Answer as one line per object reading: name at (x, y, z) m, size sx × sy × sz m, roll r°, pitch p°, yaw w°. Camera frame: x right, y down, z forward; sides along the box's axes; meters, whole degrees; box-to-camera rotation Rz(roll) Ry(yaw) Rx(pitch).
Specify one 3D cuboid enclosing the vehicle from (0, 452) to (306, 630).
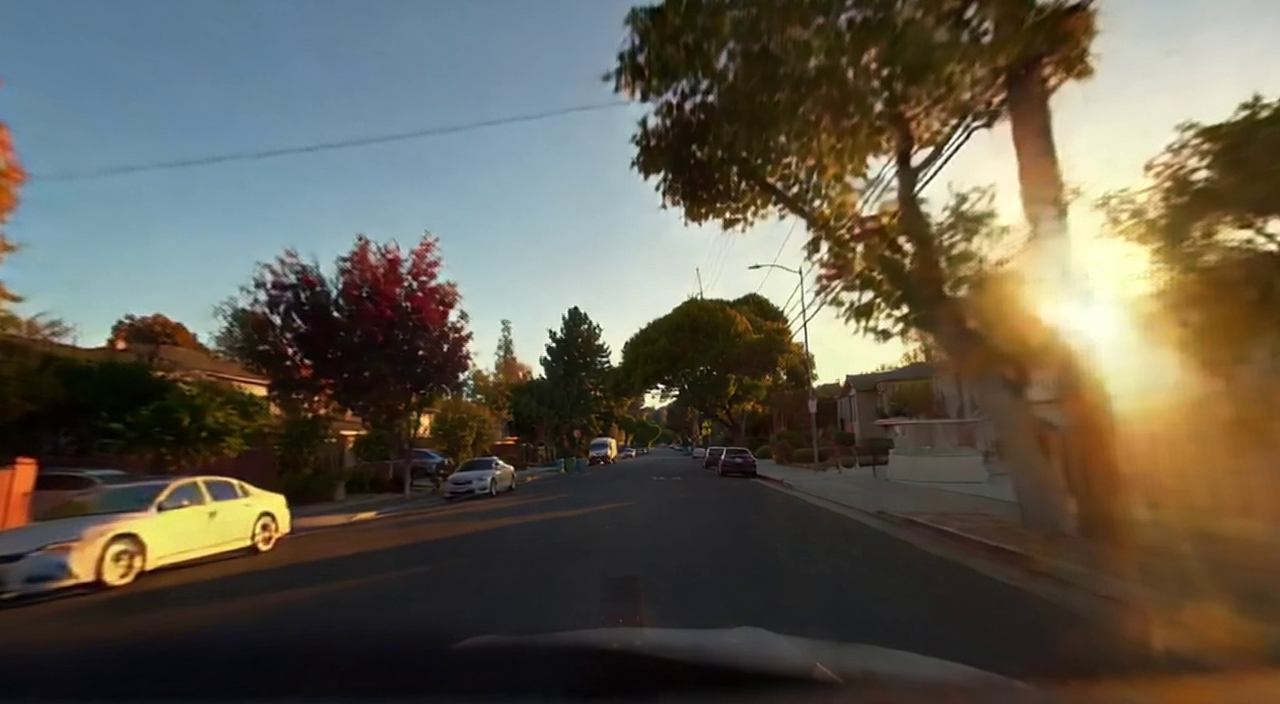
vehicle at (-6.756, 2.201, 8.319) m, size 2.061 × 1.466 × 4.660 m, roll -4°, pitch -7°, yaw 3°

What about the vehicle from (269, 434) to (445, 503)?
vehicle at (-10.422, 4.312, 24.114) m, size 2.416 × 2.211 × 6.384 m, roll -3°, pitch -9°, yaw 17°

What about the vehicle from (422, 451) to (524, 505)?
vehicle at (-5.875, 4.468, 22.883) m, size 2.062 × 1.500 × 4.629 m, roll -4°, pitch -8°, yaw 5°

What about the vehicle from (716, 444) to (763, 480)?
vehicle at (4.543, 5.062, 29.378) m, size 1.903 × 1.500 × 4.057 m, roll -1°, pitch -8°, yaw 5°
